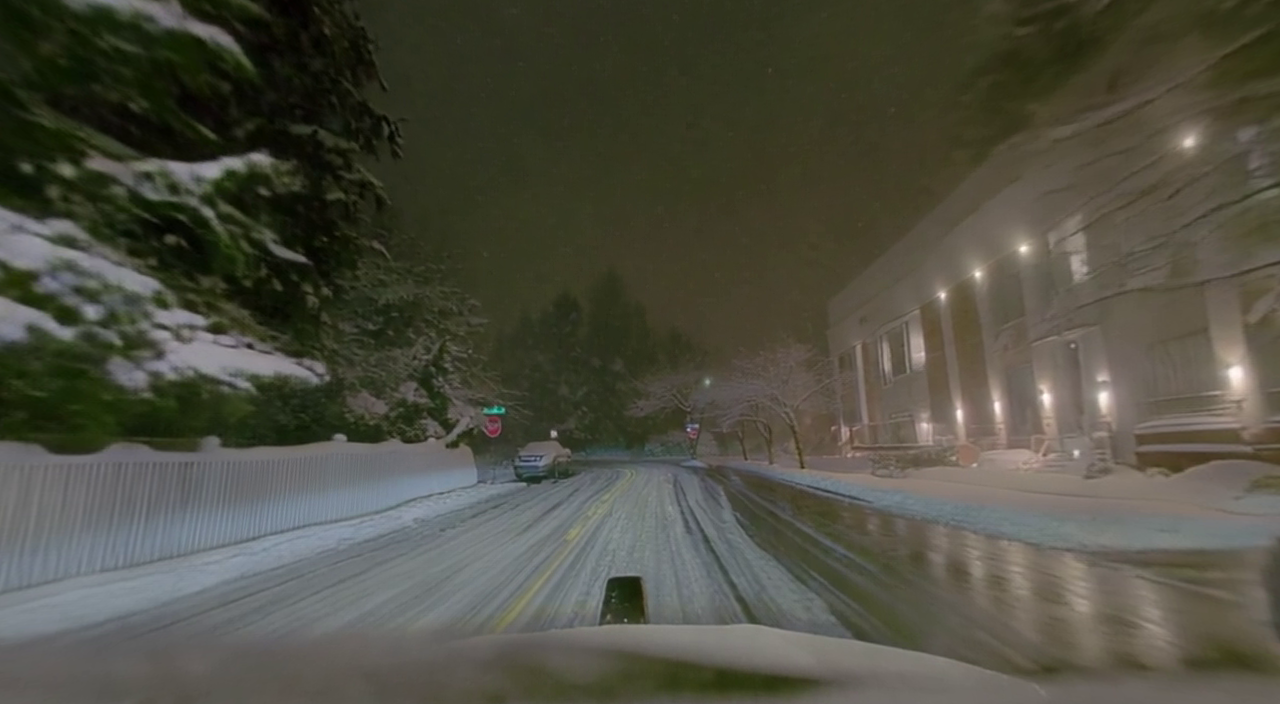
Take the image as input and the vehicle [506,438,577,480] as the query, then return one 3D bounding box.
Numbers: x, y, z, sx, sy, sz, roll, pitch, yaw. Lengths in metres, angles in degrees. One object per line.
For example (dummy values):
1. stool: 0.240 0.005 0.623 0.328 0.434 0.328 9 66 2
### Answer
1. vehicle: -4.933 5.462 32.657 2.308 1.899 6.107 -1 -8 4
